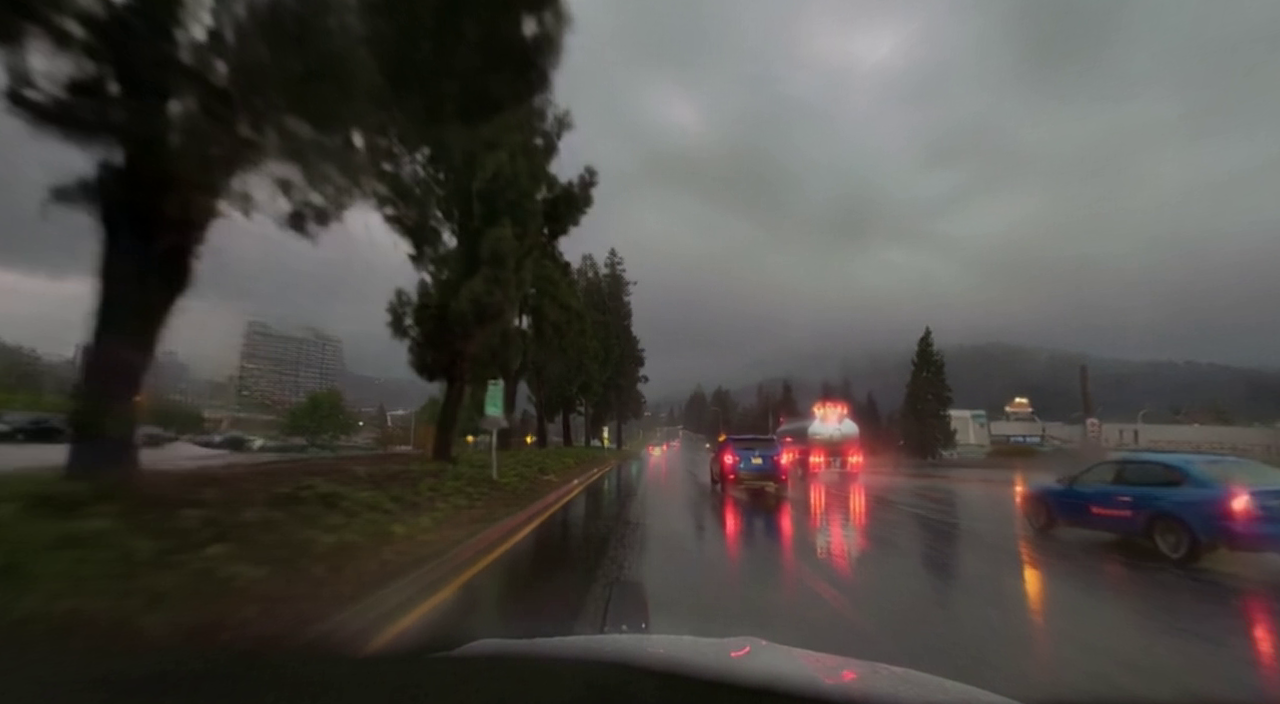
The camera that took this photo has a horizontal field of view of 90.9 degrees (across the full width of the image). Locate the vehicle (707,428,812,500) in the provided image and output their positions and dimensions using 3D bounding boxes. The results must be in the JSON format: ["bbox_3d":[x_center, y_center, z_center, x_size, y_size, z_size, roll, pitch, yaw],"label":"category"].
[{"bbox_3d":[3.156,3.088,17.727,2.045,1.729,4.532,0,-8,0],"label":"vehicle"}]

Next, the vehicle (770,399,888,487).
[{"bbox_3d":[7.640,3.838,26.525,2.849,3.207,6.275,0,-8,-1],"label":"vehicle"}]

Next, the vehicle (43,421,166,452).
[{"bbox_3d":[-28.605,4.533,33.779,4.723,1.592,1.994,0,-8,1],"label":"vehicle"}]

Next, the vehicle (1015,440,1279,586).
[{"bbox_3d":[7.464,1.964,8.636,1.966,1.476,4.270,0,-8,-1],"label":"vehicle"}]
